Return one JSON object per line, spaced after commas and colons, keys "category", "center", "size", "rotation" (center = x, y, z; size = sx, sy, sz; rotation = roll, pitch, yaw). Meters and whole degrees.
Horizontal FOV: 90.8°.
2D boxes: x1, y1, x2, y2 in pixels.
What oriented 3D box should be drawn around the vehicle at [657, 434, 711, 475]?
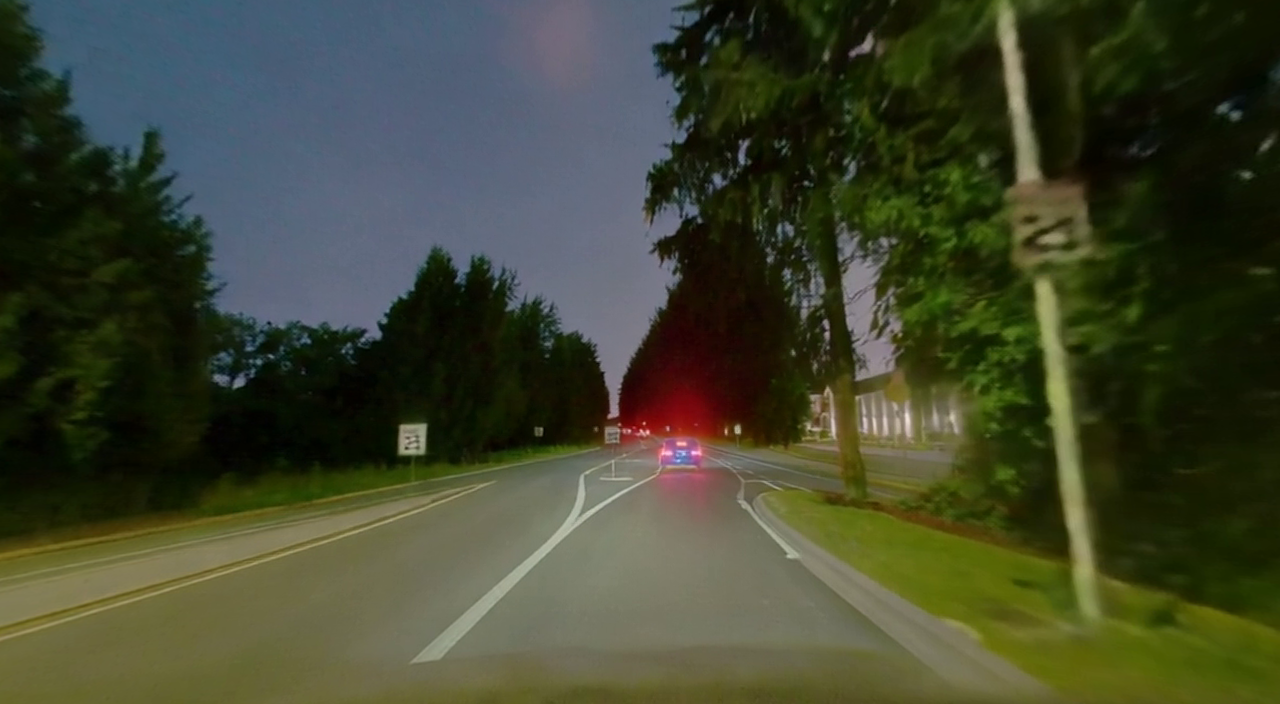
{"category": "vehicle", "center": [1.991, 4.581, 28.487], "size": [2.216, 1.708, 4.110], "rotation": [-1, -8, 4]}
